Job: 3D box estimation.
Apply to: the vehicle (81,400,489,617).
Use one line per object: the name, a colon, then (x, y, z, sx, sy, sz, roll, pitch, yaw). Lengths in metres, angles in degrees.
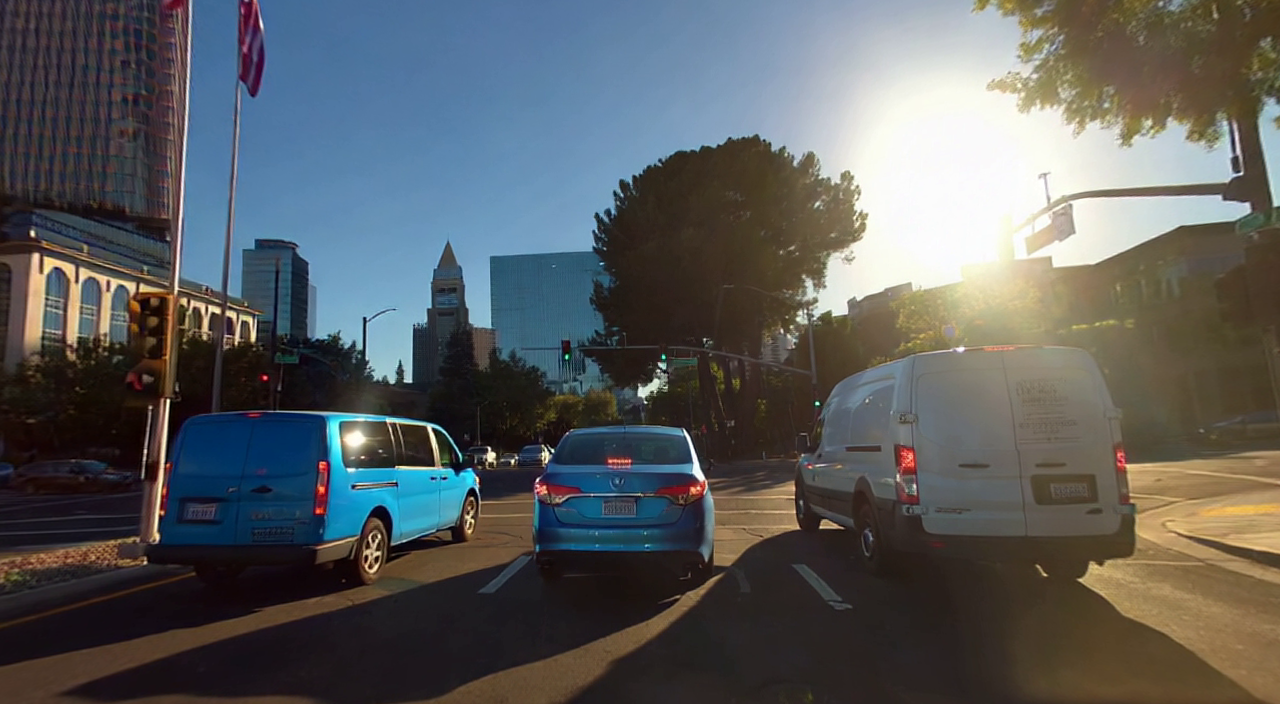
vehicle: (-3.303, 1.529, 7.031, 2.024, 1.677, 3.998, -1, -9, 3)

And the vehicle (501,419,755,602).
vehicle: (-0.136, 1.621, 7.344, 2.098, 1.494, 4.118, 0, -9, -1)

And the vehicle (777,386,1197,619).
vehicle: (3.092, 1.462, 7.018, 2.178, 1.746, 4.400, 0, -9, 1)
